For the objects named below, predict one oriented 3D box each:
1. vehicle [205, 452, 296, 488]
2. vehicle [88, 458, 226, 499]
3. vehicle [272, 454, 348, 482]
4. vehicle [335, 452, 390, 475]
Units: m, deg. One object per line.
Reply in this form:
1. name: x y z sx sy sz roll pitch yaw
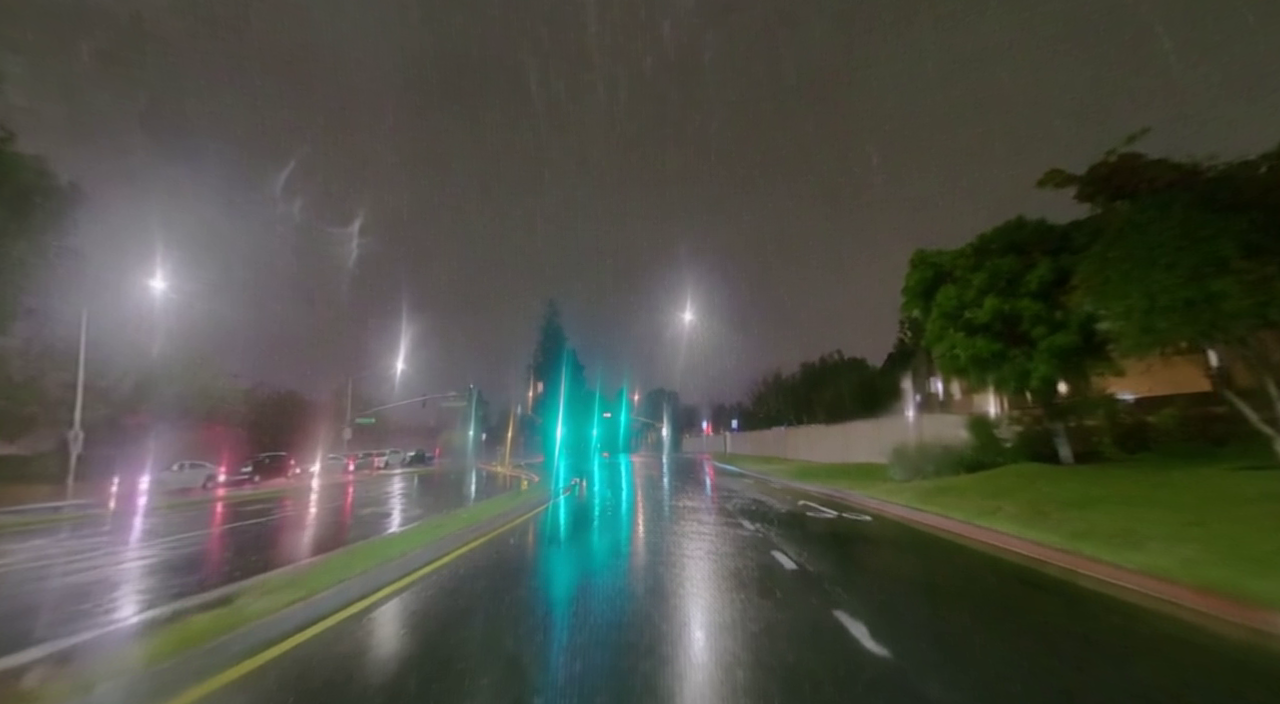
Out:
1. vehicle: -21.557 6.496 35.160 1.974 1.704 4.628 1 -8 2
2. vehicle: -21.560 5.645 28.491 1.919 1.497 5.140 -1 -8 4
3. vehicle: -21.359 7.505 41.094 1.954 1.575 5.225 0 -8 2
4. vehicle: -21.198 8.530 48.406 1.883 1.506 4.863 1 -8 2
